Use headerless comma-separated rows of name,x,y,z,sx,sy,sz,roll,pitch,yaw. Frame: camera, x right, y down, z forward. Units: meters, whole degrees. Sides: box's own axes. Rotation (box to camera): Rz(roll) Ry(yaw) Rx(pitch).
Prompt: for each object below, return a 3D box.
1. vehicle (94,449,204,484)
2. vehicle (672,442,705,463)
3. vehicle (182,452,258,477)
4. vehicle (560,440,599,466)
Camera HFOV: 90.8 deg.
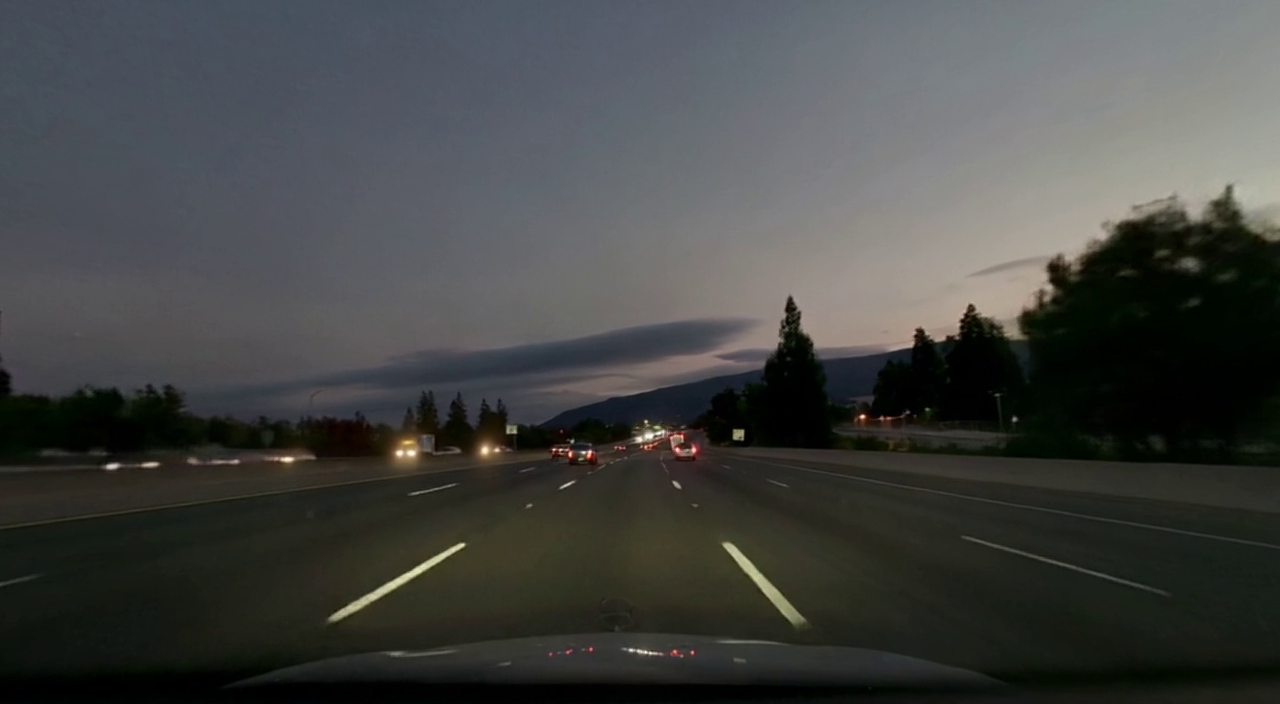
vehicle,-23.818,5.520,30.876,1.860,1.566,4.315,0,-9,0
vehicle,3.478,7.293,45.870,1.967,1.475,4.080,0,-8,-1
vehicle,-27.236,7.302,41.164,1.804,1.461,4.501,0,-9,0
vehicle,-4.184,7.075,44.386,2.179,1.693,4.204,0,-8,1
